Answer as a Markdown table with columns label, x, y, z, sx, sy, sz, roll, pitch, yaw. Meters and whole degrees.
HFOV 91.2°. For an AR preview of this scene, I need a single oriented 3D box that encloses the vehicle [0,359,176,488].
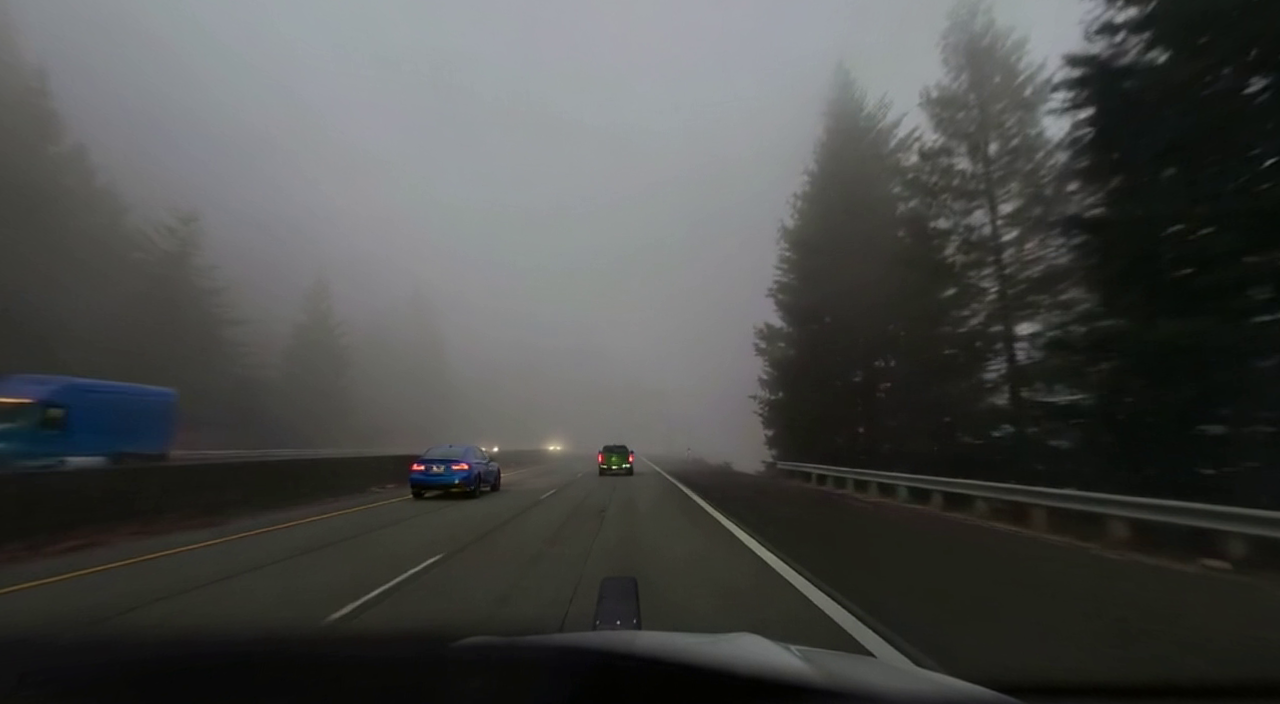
| label | x | y | z | sx | sy | sz | roll | pitch | yaw |
| --- | --- | --- | --- | --- | --- | --- | --- | --- | --- |
| vehicle | -18.403 | 2.247 | 18.809 | 2.771 | 3.371 | 8.087 | 0 | -9 | -1 |

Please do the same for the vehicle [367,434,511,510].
| label | x | y | z | sx | sy | sz | roll | pitch | yaw |
| --- | --- | --- | --- | --- | --- | --- | --- | --- | --- |
| vehicle | -4.781 | 2.921 | 15.776 | 2.103 | 1.588 | 4.709 | 0 | -9 | 0 |

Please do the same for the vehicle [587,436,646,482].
| label | x | y | z | sx | sy | sz | roll | pitch | yaw |
| --- | --- | --- | --- | --- | --- | --- | --- | --- | --- |
| vehicle | -0.934 | 4.352 | 25.768 | 2.220 | 1.711 | 4.056 | 0 | -9 | -1 |
